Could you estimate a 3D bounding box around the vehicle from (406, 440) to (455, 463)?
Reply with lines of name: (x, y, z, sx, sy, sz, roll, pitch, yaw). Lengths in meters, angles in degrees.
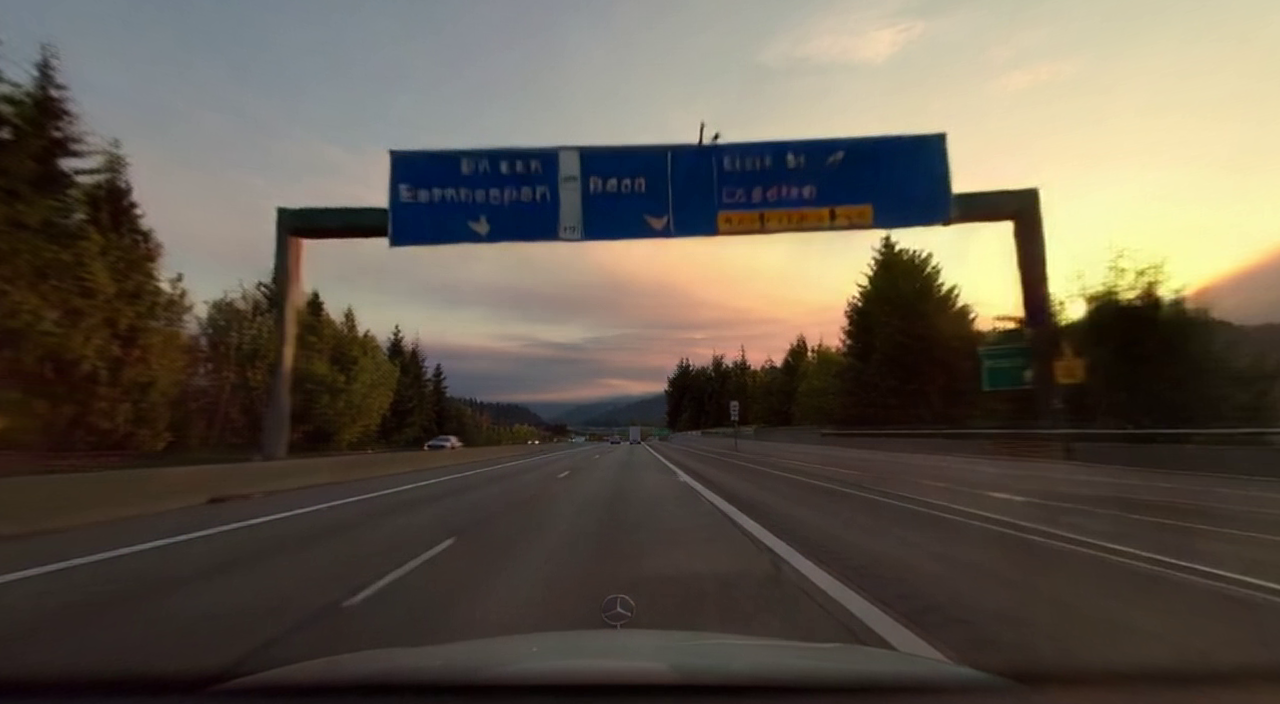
vehicle: (-13.814, 6.547, 41.727, 1.837, 1.423, 4.162, 0, -8, 0)
